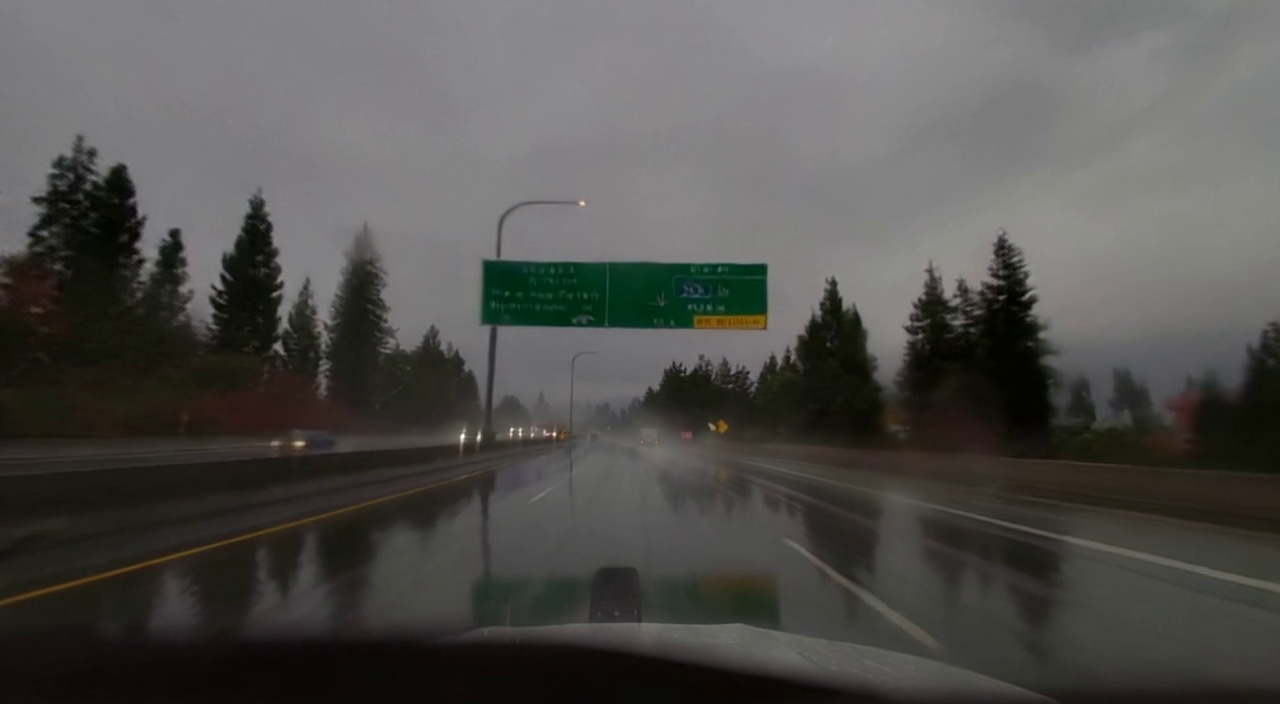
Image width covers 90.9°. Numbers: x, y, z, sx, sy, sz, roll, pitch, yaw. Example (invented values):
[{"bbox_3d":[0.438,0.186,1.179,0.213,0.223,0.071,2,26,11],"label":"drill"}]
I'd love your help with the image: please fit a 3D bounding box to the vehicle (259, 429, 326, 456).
[{"bbox_3d":[-19.956,5.214,36.367,1.749,1.426,3.790,0,-8,-2],"label":"vehicle"}]
